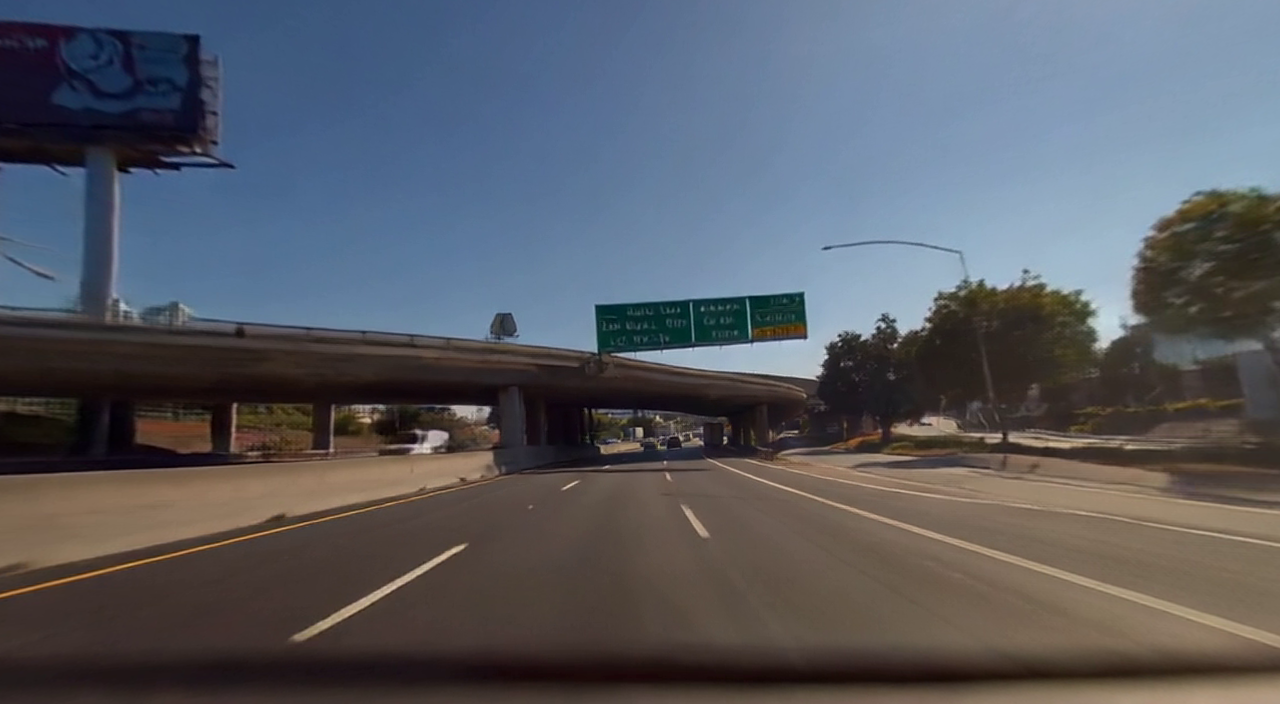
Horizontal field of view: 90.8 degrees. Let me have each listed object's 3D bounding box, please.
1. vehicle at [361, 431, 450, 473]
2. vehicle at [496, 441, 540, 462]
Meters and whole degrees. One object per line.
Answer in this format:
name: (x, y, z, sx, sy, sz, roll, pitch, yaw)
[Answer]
vehicle: (-11.594, 5.006, 31.809, 2.196, 1.925, 5.563, -1, -8, 2)
vehicle: (-9.038, 7.439, 47.248, 2.327, 1.492, 4.540, 0, -8, 1)
